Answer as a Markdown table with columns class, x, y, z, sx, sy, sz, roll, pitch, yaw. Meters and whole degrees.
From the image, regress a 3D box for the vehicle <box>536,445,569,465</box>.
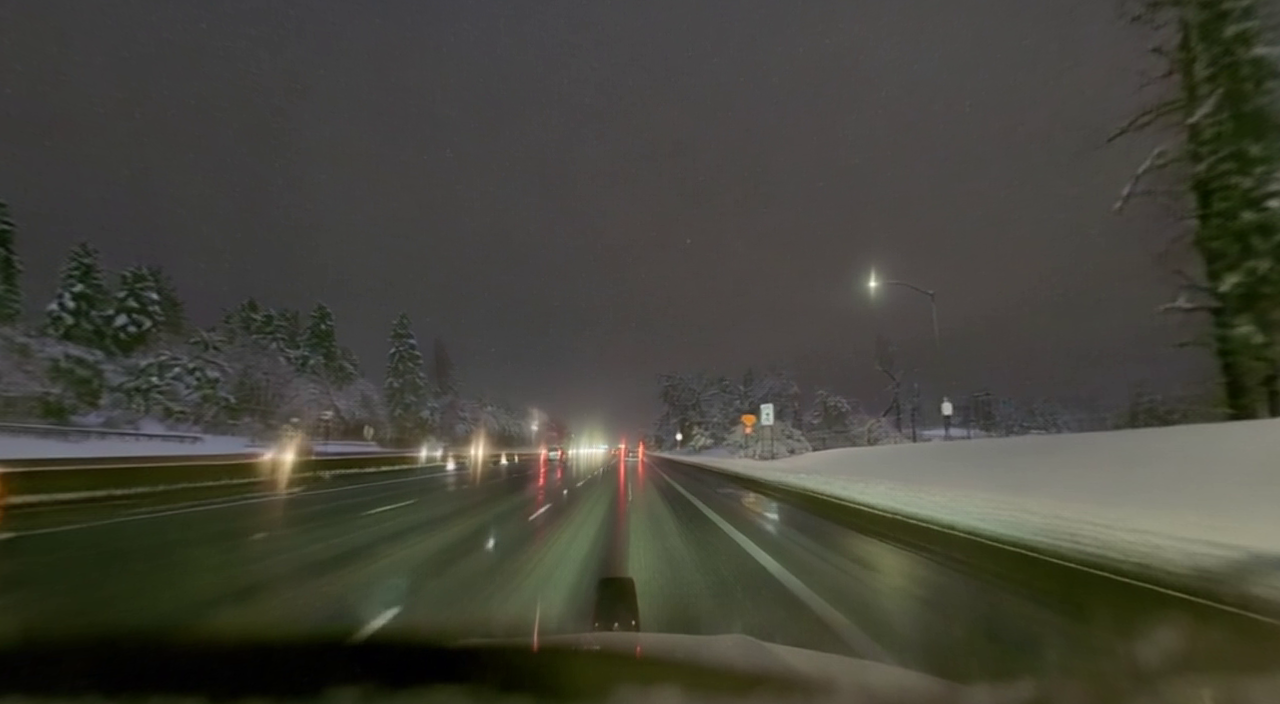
| class | x | y | z | sx | sy | sz | roll | pitch | yaw |
| --- | --- | --- | --- | --- | --- | --- | --- | --- | --- |
| vehicle | -6.866 | 8.135 | 49.966 | 1.997 | 1.507 | 4.248 | 0 | -9 | 0 |

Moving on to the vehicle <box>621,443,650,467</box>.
| class | x | y | z | sx | sy | sz | roll | pitch | yaw |
| --- | --- | --- | --- | --- | --- | --- | --- | --- | --- |
| vehicle | -0.346 | 7.650 | 47.076 | 2.109 | 1.638 | 3.856 | 0 | -9 | 0 |
